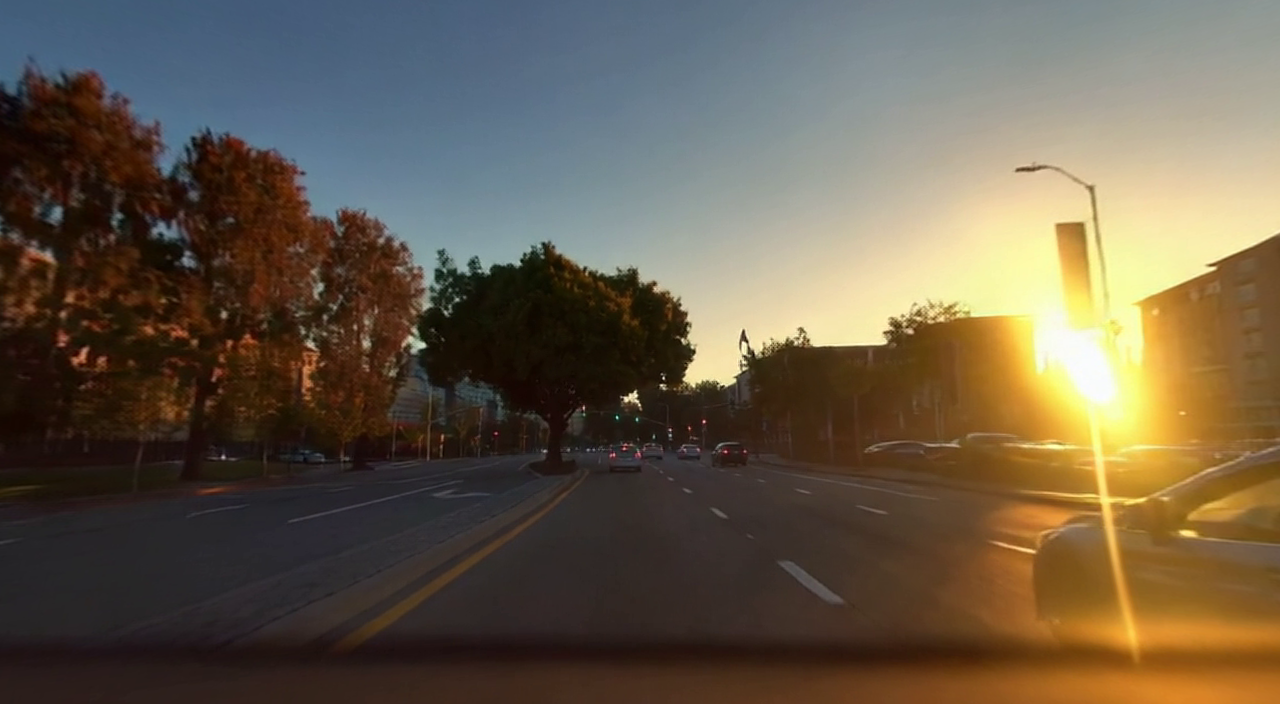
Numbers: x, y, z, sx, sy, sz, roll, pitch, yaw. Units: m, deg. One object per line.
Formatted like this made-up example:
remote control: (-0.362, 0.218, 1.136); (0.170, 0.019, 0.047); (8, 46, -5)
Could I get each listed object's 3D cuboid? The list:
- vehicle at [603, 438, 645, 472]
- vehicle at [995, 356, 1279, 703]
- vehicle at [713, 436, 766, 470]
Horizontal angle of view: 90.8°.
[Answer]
vehicle: (-0.914, 5.497, 33.879); (2.101, 1.641, 4.341); (0, -9, -3)
vehicle: (3.478, 0.779, 2.018); (1.893, 1.664, 4.670); (0, -9, -1)
vehicle: (6.008, 6.154, 38.709); (2.052, 1.886, 5.297); (0, -9, -4)
